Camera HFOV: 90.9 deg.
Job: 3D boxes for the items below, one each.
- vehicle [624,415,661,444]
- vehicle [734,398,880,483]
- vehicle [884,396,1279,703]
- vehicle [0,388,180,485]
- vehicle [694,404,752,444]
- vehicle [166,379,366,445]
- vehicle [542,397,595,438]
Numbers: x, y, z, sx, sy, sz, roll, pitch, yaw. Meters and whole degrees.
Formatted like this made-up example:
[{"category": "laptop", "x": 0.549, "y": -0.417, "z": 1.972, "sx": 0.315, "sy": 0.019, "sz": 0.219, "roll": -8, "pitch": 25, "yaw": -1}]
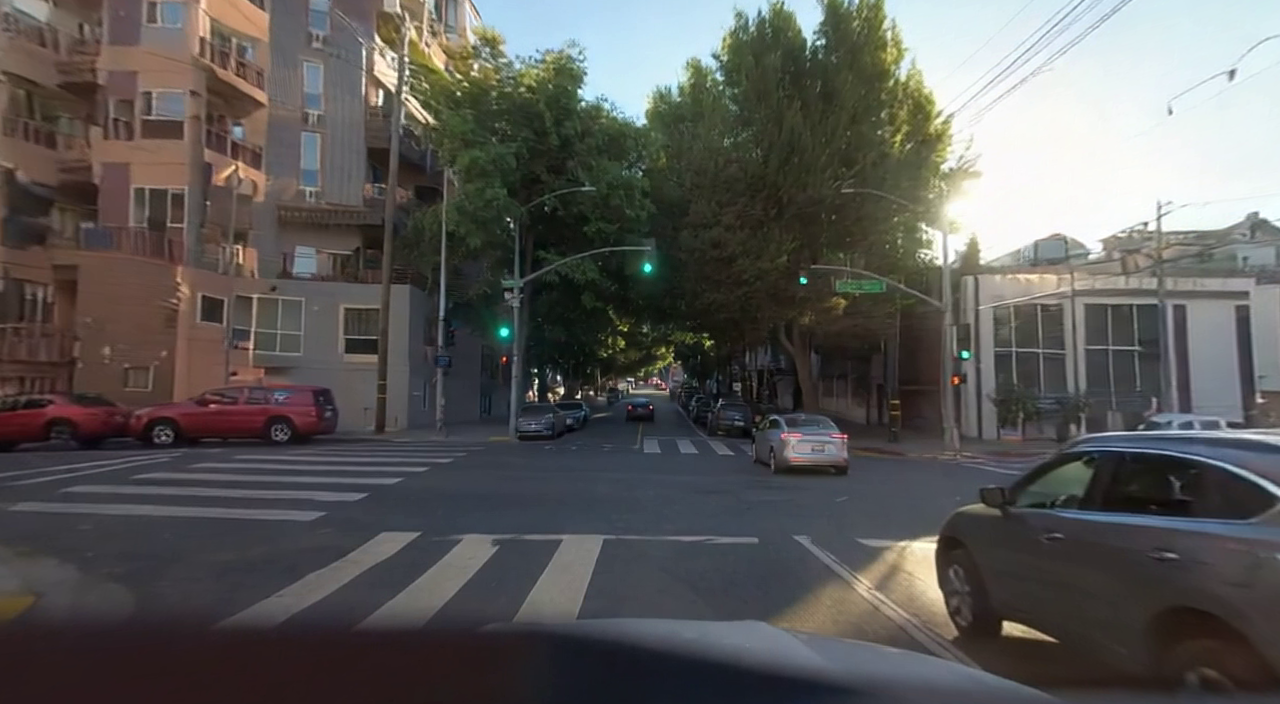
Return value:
[{"category": "vehicle", "x": 0.140, "y": 4.313, "z": 34.740, "sx": 1.923, "sy": 1.460, "sz": 3.923, "roll": 0, "pitch": -9, "yaw": 0}, {"category": "vehicle", "x": 3.265, "y": 1.735, "z": 13.219, "sx": 1.970, "sy": 1.490, "sz": 4.016, "roll": 0, "pitch": -5, "yaw": 0}, {"category": "vehicle", "x": 3.050, "y": 0.993, "z": 2.809, "sx": 2.055, "sy": 1.450, "sz": 4.676, "roll": 0, "pitch": -9, "yaw": 0}, {"category": "vehicle", "x": -11.181, "y": 1.440, "z": 11.276, "sx": 4.507, "sy": 1.455, "sz": 1.927, "roll": 0, "pitch": 0, "yaw": 1}, {"category": "vehicle", "x": 3.703, "y": 3.386, "z": 29.056, "sx": 2.093, "sy": 1.655, "sz": 4.327, "roll": 0, "pitch": -9, "yaw": 0}, {"category": "vehicle", "x": -10.401, "y": 1.747, "z": 17.823, "sx": 4.304, "sy": 1.755, "sz": 2.083, "roll": 0, "pitch": -9, "yaw": 1}, {"category": "vehicle", "x": -2.931, "y": 2.807, "z": 26.459, "sx": 1.878, "sy": 1.521, "sz": 3.697, "roll": 0, "pitch": -9, "yaw": -2}]
